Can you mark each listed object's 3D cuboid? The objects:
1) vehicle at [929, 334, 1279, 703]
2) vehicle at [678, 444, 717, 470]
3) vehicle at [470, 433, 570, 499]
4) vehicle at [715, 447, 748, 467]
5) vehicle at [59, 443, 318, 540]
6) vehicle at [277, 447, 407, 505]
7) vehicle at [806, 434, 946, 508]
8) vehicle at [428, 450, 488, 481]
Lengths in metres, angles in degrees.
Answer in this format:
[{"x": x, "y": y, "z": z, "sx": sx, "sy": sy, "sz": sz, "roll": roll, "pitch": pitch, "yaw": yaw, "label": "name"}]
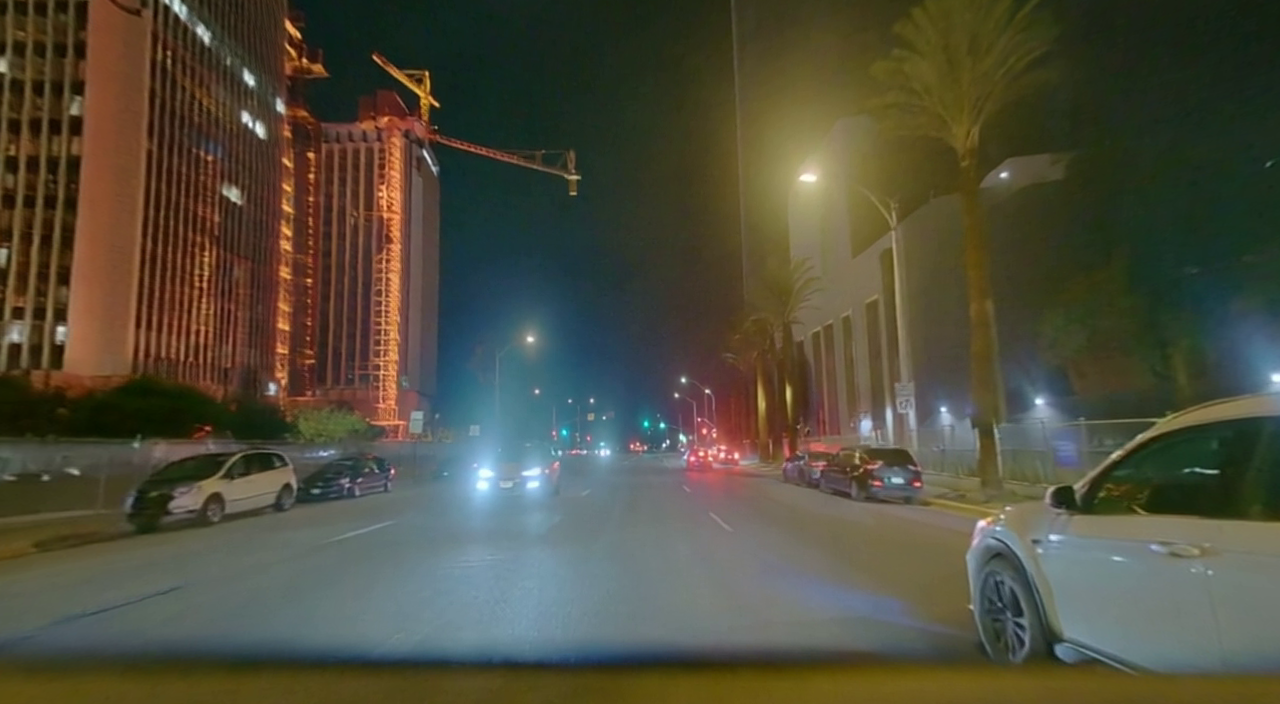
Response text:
[{"x": 3.121, "y": 0.827, "z": 2.388, "sx": 1.953, "sy": 1.687, "sz": 4.344, "roll": 0, "pitch": -8, "yaw": 0, "label": "vehicle"}, {"x": 3.481, "y": 6.382, "z": 38.783, "sx": 1.999, "sy": 1.487, "sz": 3.939, "roll": 0, "pitch": -8, "yaw": 0, "label": "vehicle"}, {"x": -3.403, "y": 3.314, "z": 18.809, "sx": 2.096, "sy": 1.716, "sz": 4.300, "roll": 0, "pitch": -8, "yaw": 1, "label": "vehicle"}, {"x": 6.865, "y": 7.880, "z": 47.618, "sx": 1.819, "sy": 1.435, "sz": 4.337, "roll": 0, "pitch": -8, "yaw": 0, "label": "vehicle"}, {"x": -9.698, "y": 2.959, "z": 14.318, "sx": 2.051, "sy": 1.762, "sz": 5.059, "roll": 0, "pitch": -8, "yaw": 1, "label": "vehicle"}, {"x": -9.736, "y": 4.038, "z": 21.204, "sx": 1.951, "sy": 1.644, "sz": 4.987, "roll": 0, "pitch": -8, "yaw": 0, "label": "vehicle"}, {"x": 6.325, "y": 3.202, "z": 17.583, "sx": 1.981, "sy": 1.768, "sz": 4.405, "roll": 0, "pitch": -8, "yaw": -3, "label": "vehicle"}, {"x": -9.583, "y": 6.007, "z": 33.655, "sx": 1.826, "sy": 1.445, "sz": 4.325, "roll": 0, "pitch": -8, "yaw": 2, "label": "vehicle"}]
